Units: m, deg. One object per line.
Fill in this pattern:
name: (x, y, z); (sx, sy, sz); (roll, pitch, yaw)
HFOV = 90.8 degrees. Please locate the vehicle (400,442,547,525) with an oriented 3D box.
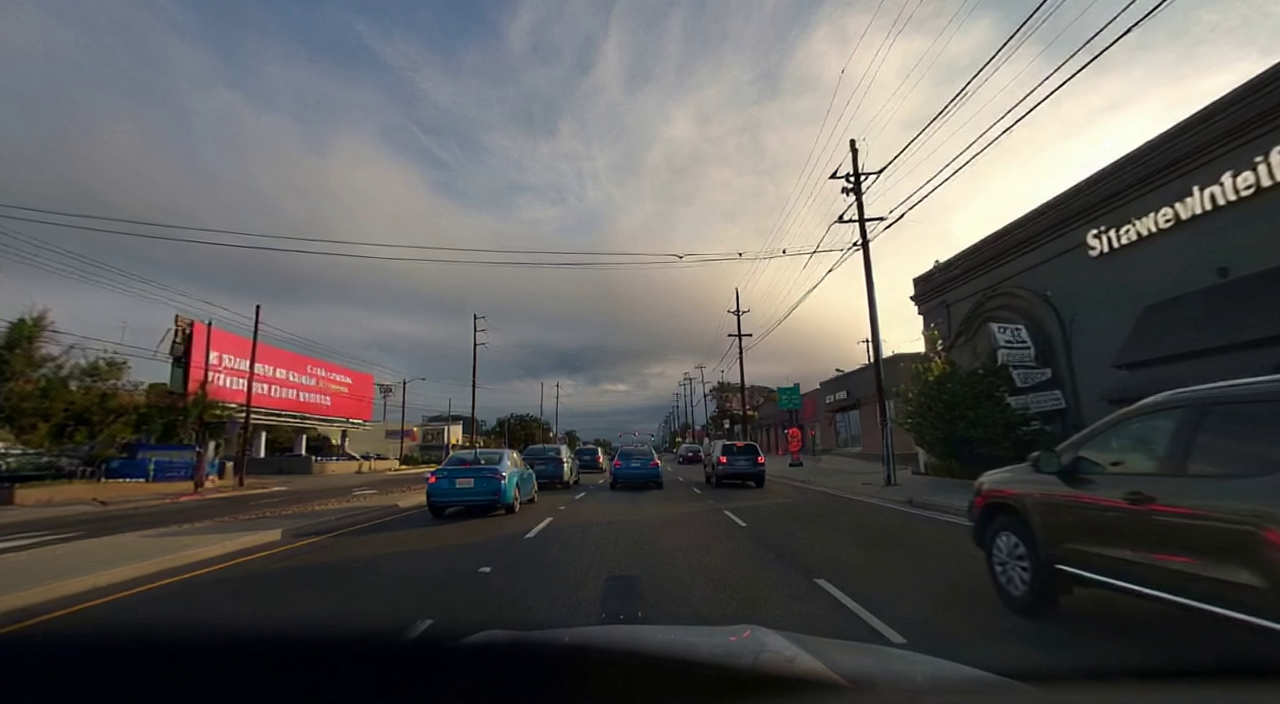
vehicle: (-3.406, 2.768, 13.960); (2.022, 1.498, 4.471); (0, -8, 0)

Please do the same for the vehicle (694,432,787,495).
vehicle: (3.275, 3.767, 21.758); (2.282, 1.897, 4.915); (0, -8, -1)

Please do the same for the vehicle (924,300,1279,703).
vehicle: (3.880, 0.844, 3.335); (2.292, 1.935, 5.112); (0, -8, -1)

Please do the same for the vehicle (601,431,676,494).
vehicle: (-0.070, 3.758, 21.875); (2.326, 1.925, 4.253); (0, -8, 0)

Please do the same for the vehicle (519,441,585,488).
vehicle: (-3.297, 4.305, 24.518); (2.051, 1.671, 3.861); (0, -8, -1)
